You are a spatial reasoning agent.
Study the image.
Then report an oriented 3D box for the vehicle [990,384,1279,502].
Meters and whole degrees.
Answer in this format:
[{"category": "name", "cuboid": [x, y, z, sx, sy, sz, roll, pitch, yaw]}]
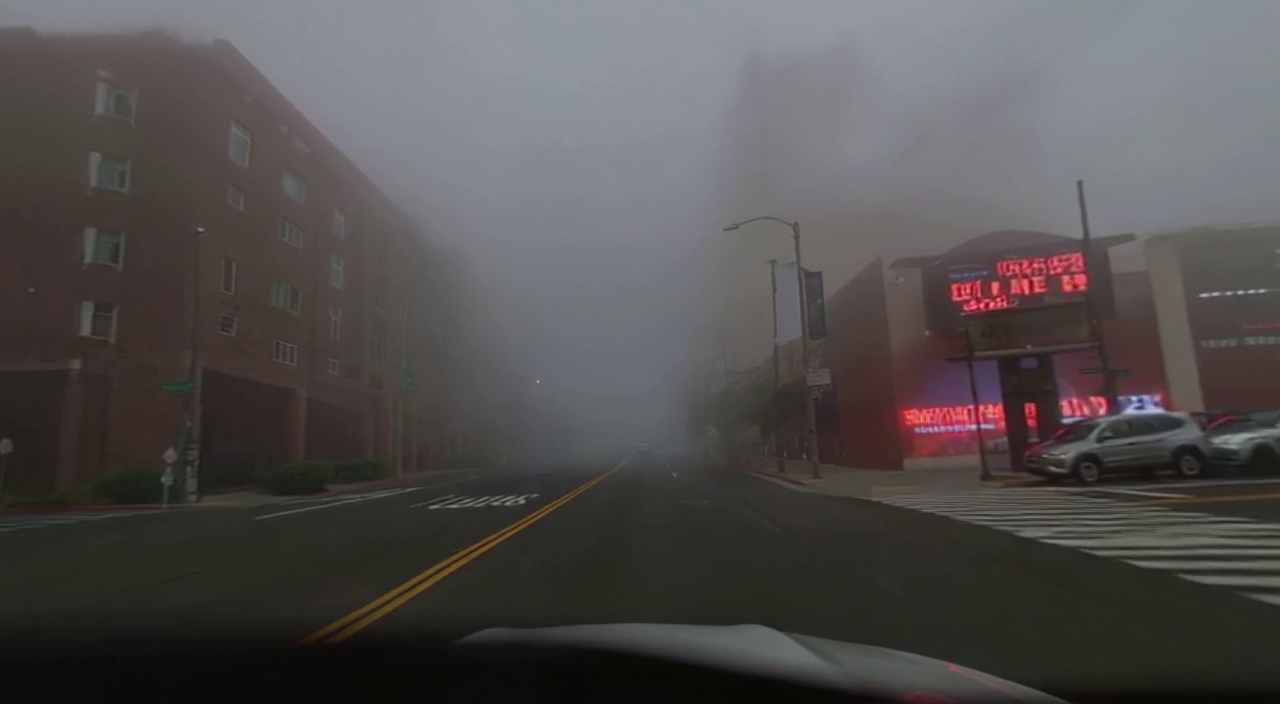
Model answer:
[{"category": "vehicle", "cuboid": [9.201, 1.602, 11.171, 4.694, 1.826, 2.226, -2, -8, 11]}]
